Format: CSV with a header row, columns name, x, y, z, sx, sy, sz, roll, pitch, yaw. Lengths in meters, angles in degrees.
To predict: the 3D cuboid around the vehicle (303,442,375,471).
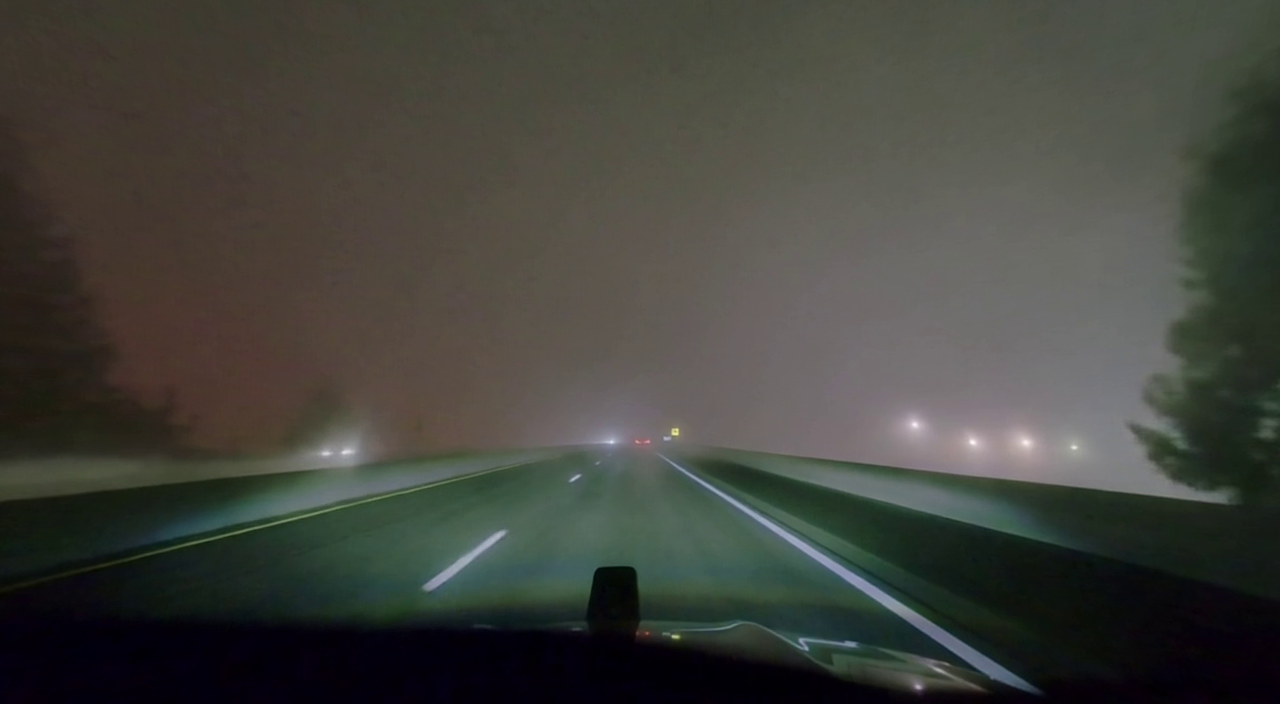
name,x,y,z,sx,sy,sz,roll,pitch,yaw
vehicle,-16.657,5.759,35.066,1.858,1.464,4.410,0,-8,0
